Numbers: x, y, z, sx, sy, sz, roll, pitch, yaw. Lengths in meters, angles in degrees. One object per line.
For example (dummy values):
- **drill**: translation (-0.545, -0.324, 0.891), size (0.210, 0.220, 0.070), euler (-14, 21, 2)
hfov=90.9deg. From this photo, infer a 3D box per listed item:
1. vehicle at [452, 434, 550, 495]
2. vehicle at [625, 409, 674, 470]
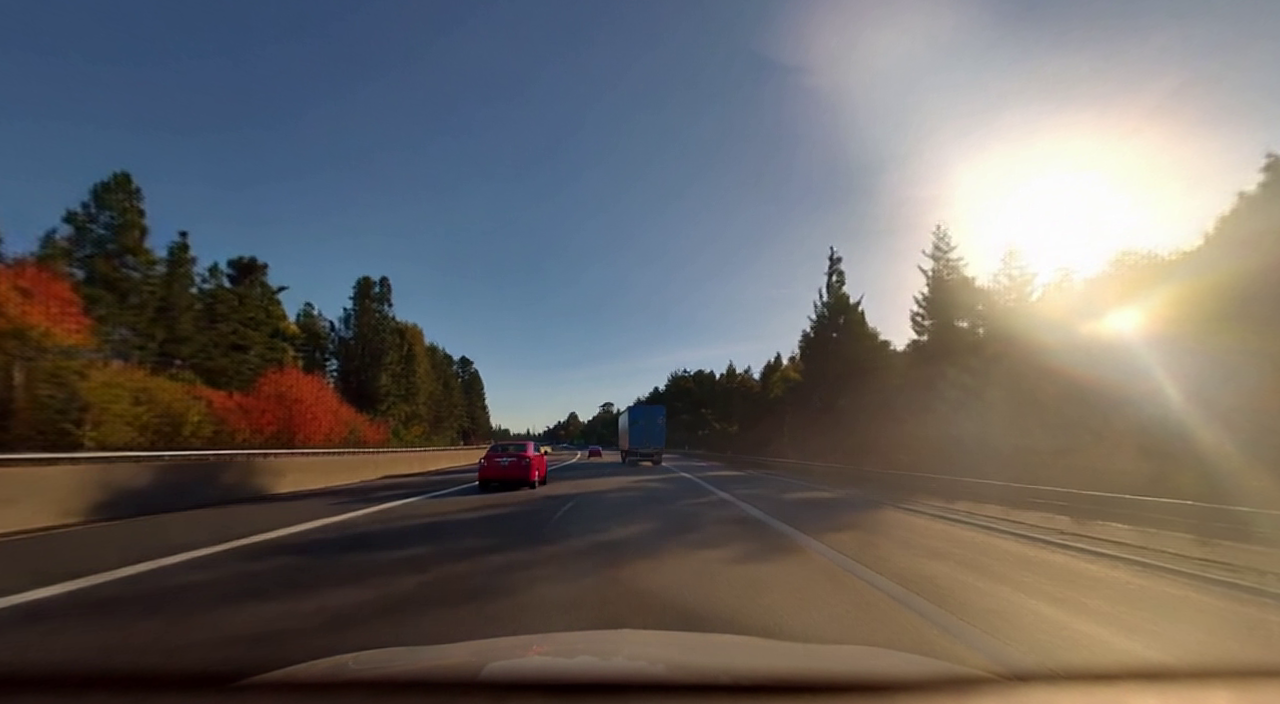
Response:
- **vehicle**: translation (-3.962, 3.279, 18.680), size (1.977, 1.602, 3.944), euler (0, -9, 1)
- **vehicle**: translation (0.470, 5.937, 42.441), size (2.893, 3.628, 9.081), euler (0, -9, -2)
